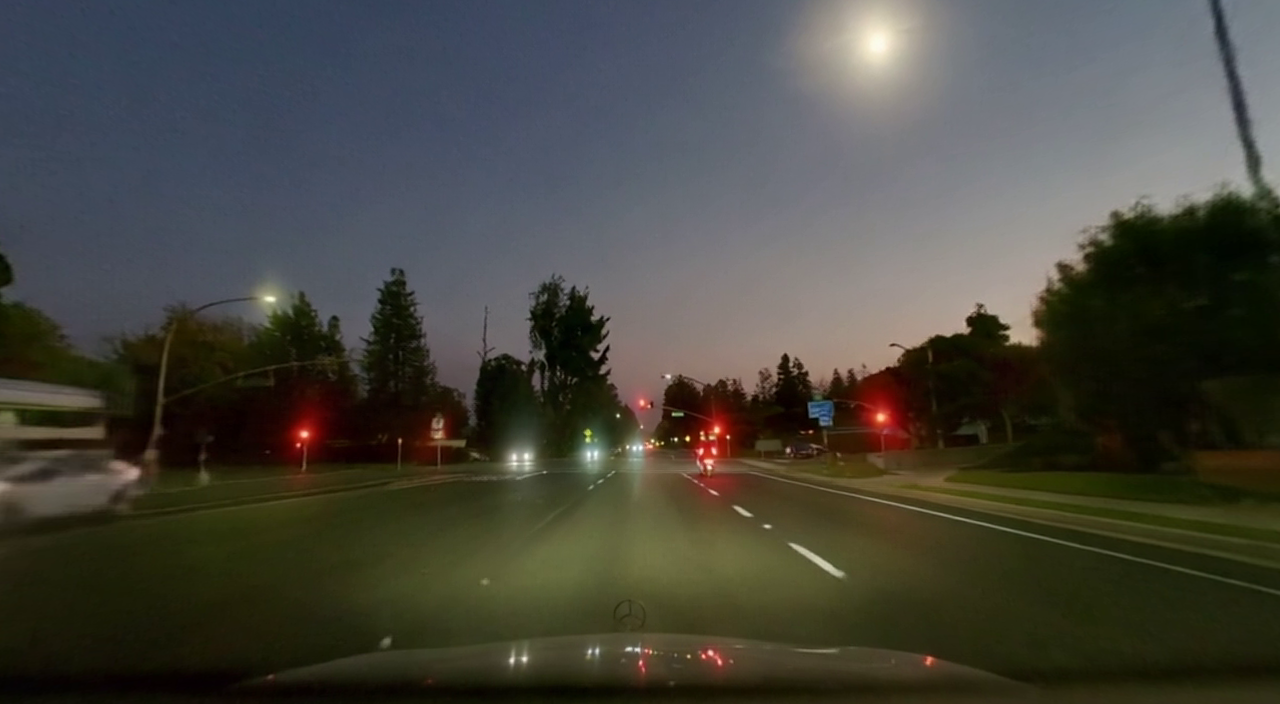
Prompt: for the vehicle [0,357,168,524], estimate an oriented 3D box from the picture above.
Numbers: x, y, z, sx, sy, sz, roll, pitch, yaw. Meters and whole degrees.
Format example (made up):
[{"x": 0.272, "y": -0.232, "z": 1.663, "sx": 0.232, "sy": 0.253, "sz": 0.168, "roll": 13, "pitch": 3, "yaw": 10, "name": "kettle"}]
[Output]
[{"x": -17.349, "y": 1.770, "z": 12.711, "sx": 2.892, "sy": 4.104, "sz": 16.689, "roll": 0, "pitch": -8, "yaw": 0, "name": "vehicle"}]
